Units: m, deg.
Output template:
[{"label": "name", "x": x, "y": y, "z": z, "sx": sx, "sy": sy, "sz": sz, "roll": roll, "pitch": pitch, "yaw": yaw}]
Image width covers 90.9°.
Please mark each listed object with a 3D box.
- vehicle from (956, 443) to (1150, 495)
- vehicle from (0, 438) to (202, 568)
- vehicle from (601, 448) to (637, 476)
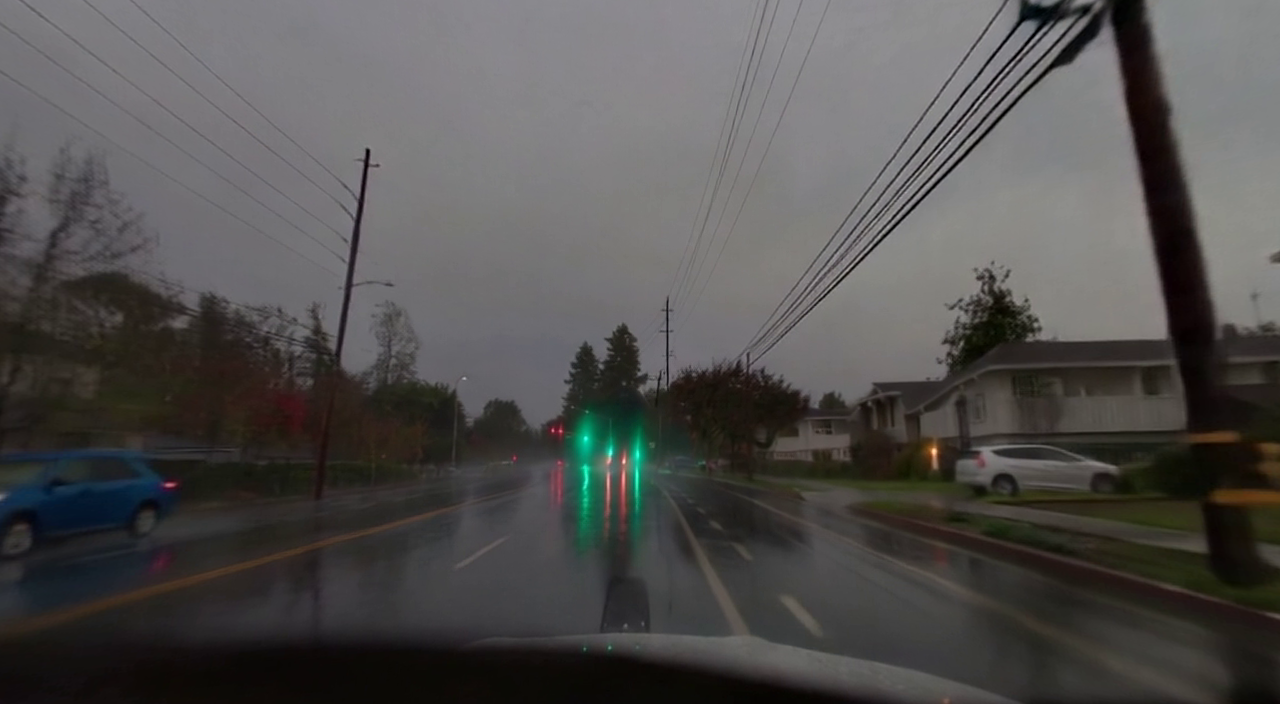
[{"label": "vehicle", "x": 12.645, "y": 3.583, "z": 19.512, "sx": 4.648, "sy": 1.511, "sz": 1.919, "roll": 0, "pitch": -8, "yaw": -2}, {"label": "vehicle", "x": -11.196, "y": 2.688, "z": 11.949, "sx": 1.998, "sy": 2.047, "sz": 5.167, "roll": 0, "pitch": -8, "yaw": 0}, {"label": "vehicle", "x": -1.629, "y": 8.057, "z": 46.350, "sx": 2.284, "sy": 1.741, "sz": 4.702, "roll": 3, "pitch": -8, "yaw": -5}]
